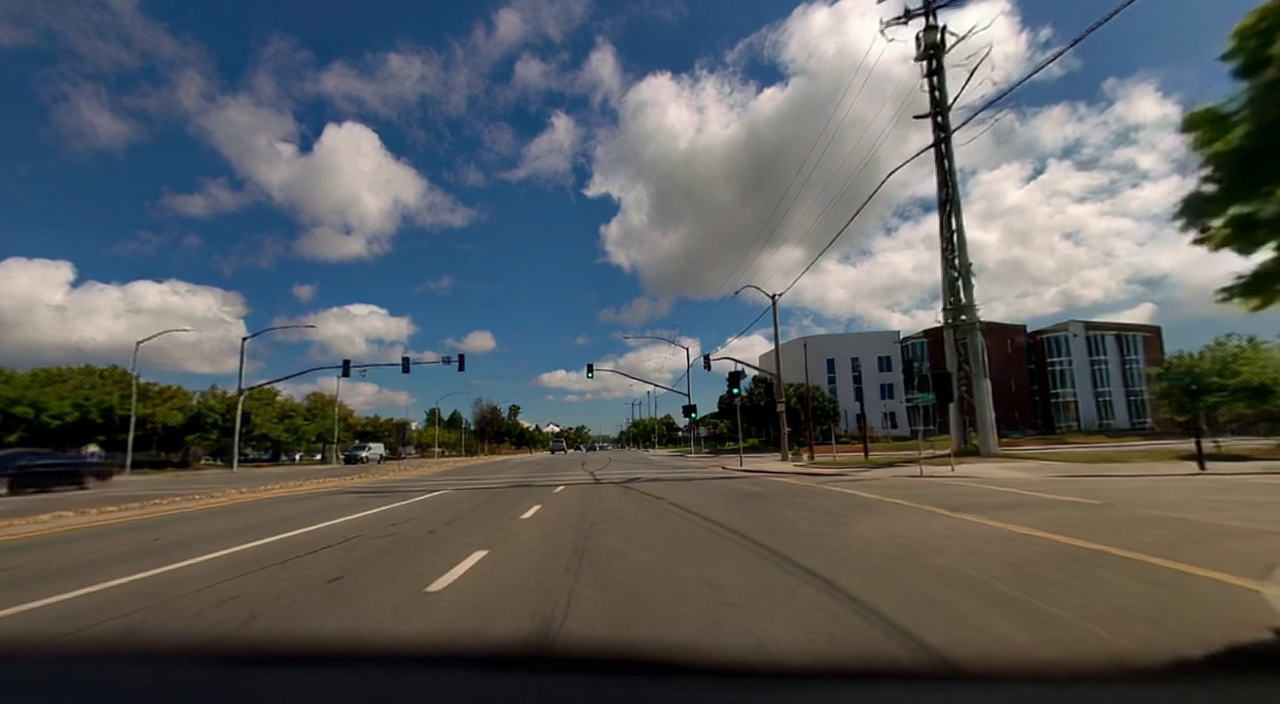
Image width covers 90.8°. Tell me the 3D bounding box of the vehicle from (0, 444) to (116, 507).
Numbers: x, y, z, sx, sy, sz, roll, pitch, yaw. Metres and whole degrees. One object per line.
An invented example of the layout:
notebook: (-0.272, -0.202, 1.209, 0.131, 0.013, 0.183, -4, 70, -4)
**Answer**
vehicle: (-20.326, 4.028, 20.924, 2.097, 1.858, 4.601, 0, -9, -3)
